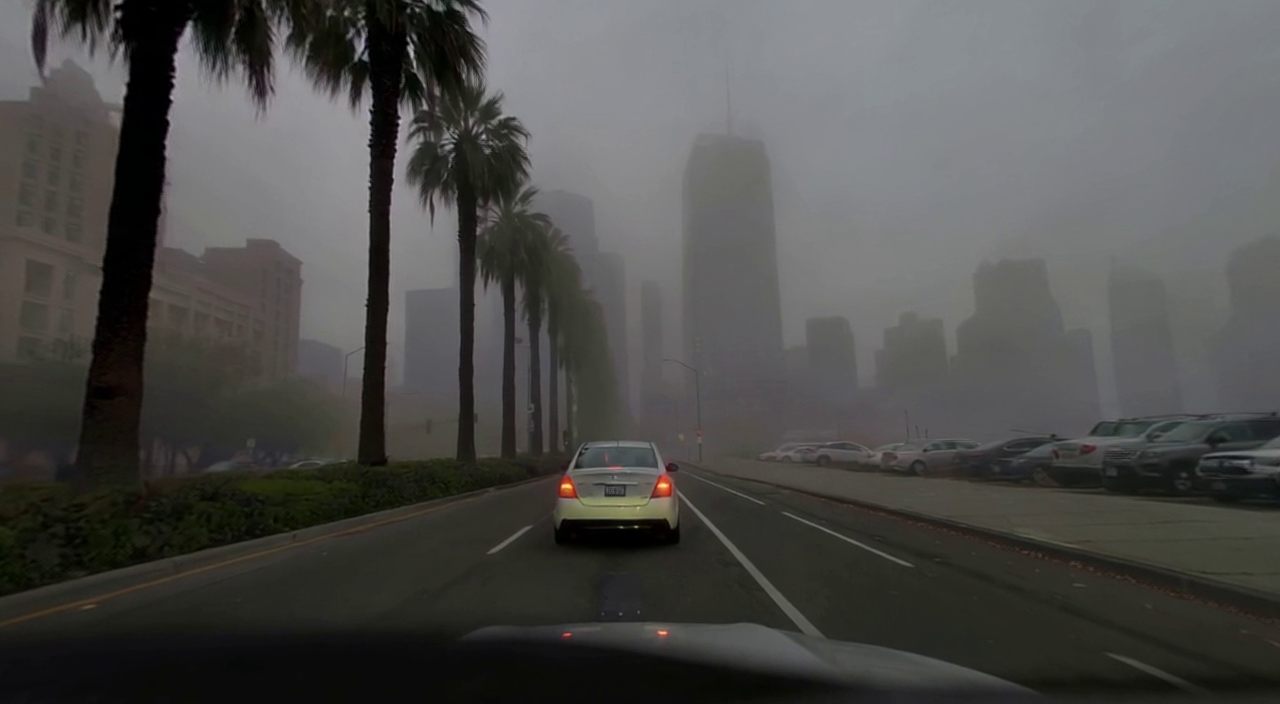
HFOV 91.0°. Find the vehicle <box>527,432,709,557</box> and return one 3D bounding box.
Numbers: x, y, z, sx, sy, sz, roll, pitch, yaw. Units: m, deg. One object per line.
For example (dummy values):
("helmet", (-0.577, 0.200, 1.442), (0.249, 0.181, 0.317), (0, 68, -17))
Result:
("vehicle", (-0.262, 2.054, 9.767), (2.235, 1.528, 3.876), (0, -9, 0))

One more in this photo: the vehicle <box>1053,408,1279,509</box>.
("vehicle", (12.905, 2.332, 14.187), (5.301, 1.962, 2.431), (-3, -8, 4))
